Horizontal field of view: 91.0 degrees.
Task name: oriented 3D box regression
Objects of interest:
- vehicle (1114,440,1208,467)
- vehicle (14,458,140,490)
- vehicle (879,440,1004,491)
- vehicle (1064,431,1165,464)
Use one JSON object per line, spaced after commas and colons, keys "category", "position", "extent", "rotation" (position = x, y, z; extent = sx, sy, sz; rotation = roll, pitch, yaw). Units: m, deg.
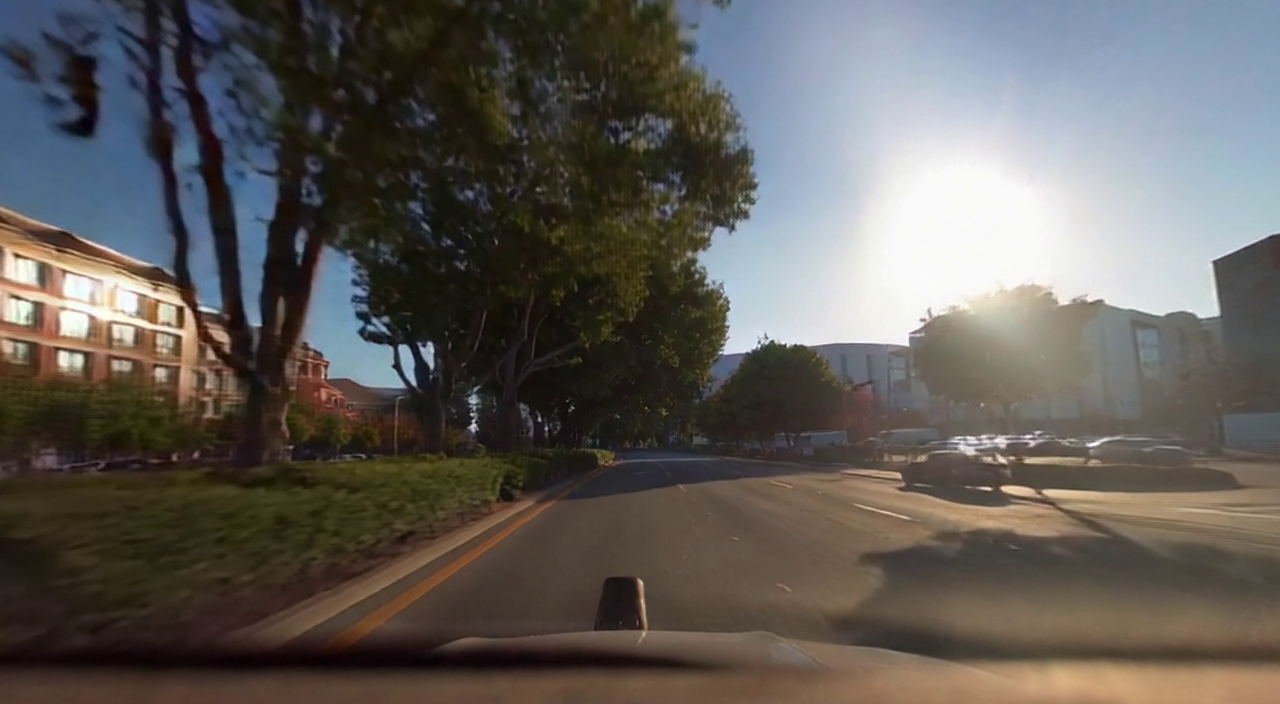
{"category": "vehicle", "position": [29.166, 5.664, 35.381], "extent": [1.931, 1.408, 3.757], "rotation": [1, -8, -2]}
{"category": "vehicle", "position": [-30.533, 6.632, 34.222], "extent": [4.920, 1.475, 1.984], "rotation": [-1, -7, 0]}
{"category": "vehicle", "position": [10.148, 3.824, 21.648], "extent": [2.013, 1.551, 4.460], "rotation": [1, -8, -1]}
{"category": "vehicle", "position": [26.284, 5.325, 35.129], "extent": [1.985, 1.723, 4.672], "rotation": [0, -9, 0]}
